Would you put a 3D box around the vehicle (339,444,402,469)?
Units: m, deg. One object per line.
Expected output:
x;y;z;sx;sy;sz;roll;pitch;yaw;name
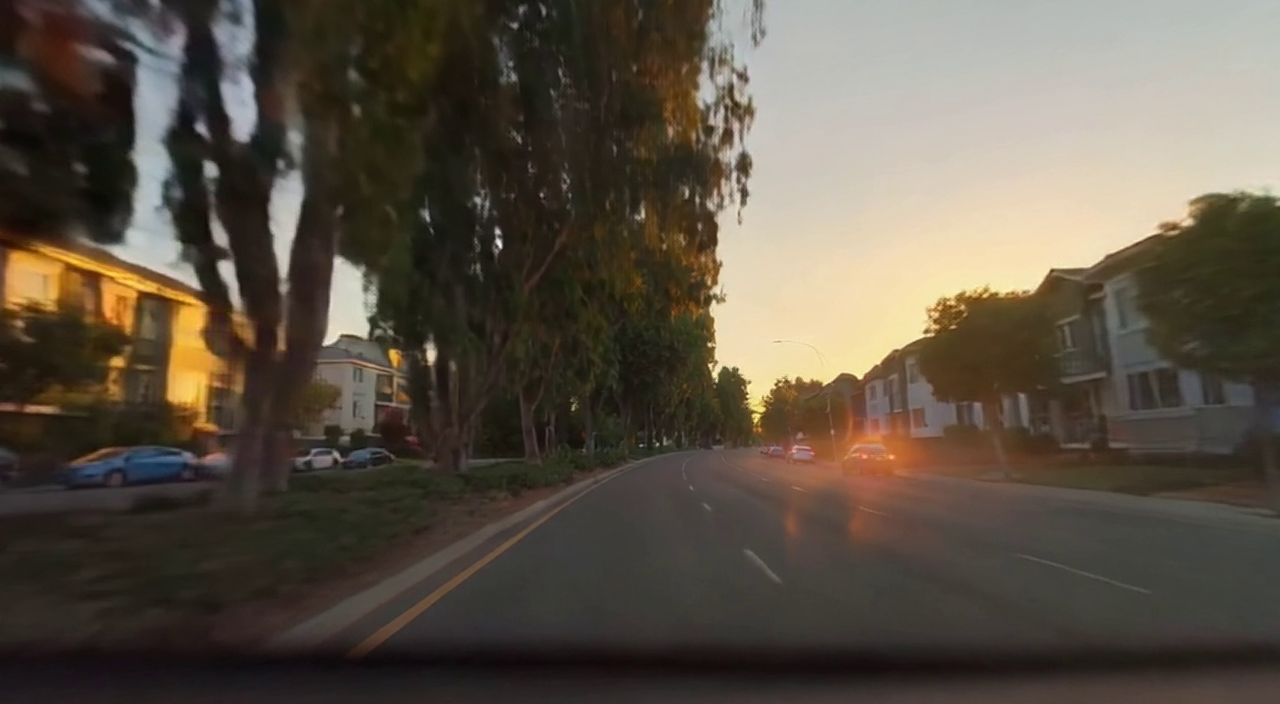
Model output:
-17.684;6.949;41.674;2.003;1.505;4.332;-3;-11;4;vehicle

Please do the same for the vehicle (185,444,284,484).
-18.674;5.153;29.367;1.686;1.671;4.477;0;-8;-1;vehicle

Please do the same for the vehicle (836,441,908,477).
11.114;5.152;30.601;1.992;1.615;4.460;-1;-9;3;vehicle

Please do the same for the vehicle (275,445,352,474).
-18.253;6.088;35.585;1.795;1.445;4.629;-3;-11;1;vehicle

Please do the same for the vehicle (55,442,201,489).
-18.857;4.209;23.583;1.854;1.490;4.331;-2;-9;0;vehicle
